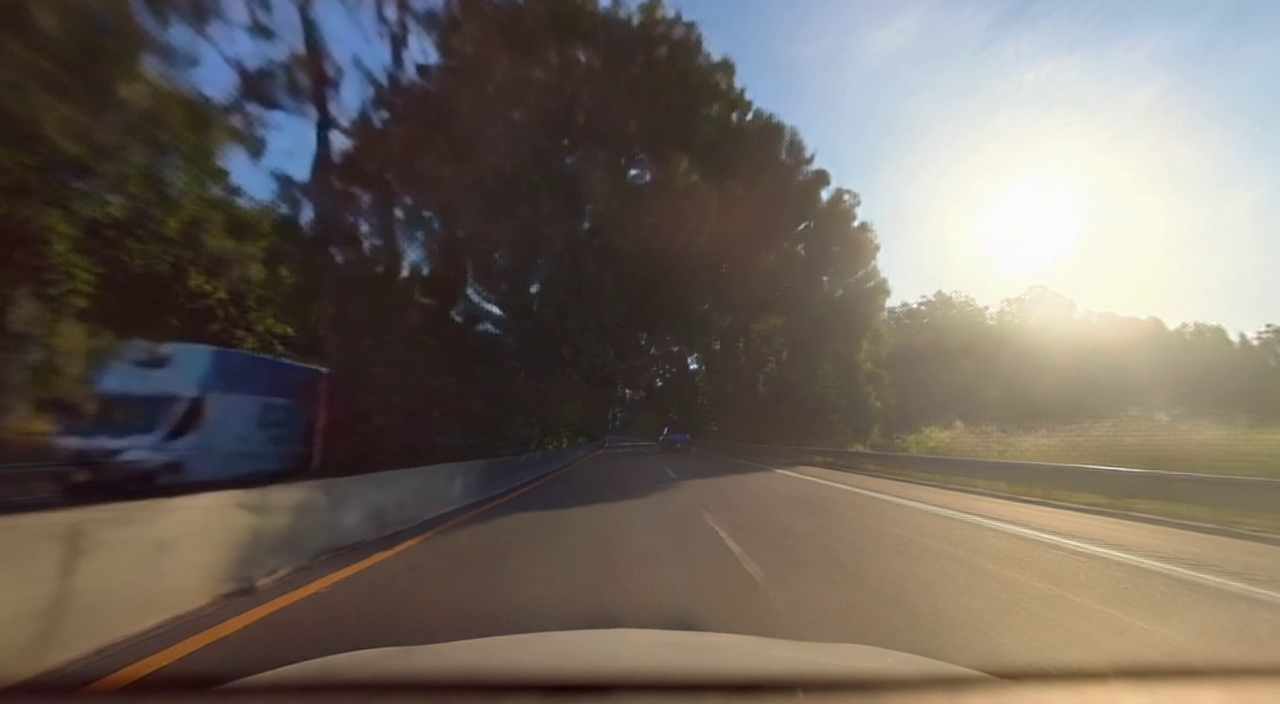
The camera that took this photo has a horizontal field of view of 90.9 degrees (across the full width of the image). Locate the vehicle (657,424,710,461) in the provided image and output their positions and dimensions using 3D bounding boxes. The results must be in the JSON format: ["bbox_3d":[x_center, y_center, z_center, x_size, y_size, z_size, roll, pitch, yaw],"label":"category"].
[{"bbox_3d":[2.179,4.683,32.840,2.240,1.801,4.545,0,-8,-2],"label":"vehicle"}]

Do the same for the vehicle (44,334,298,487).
[{"bbox_3d":[-13.603,1.855,19.162,3.077,3.908,5.911,0,-8,-1],"label":"vehicle"}]
